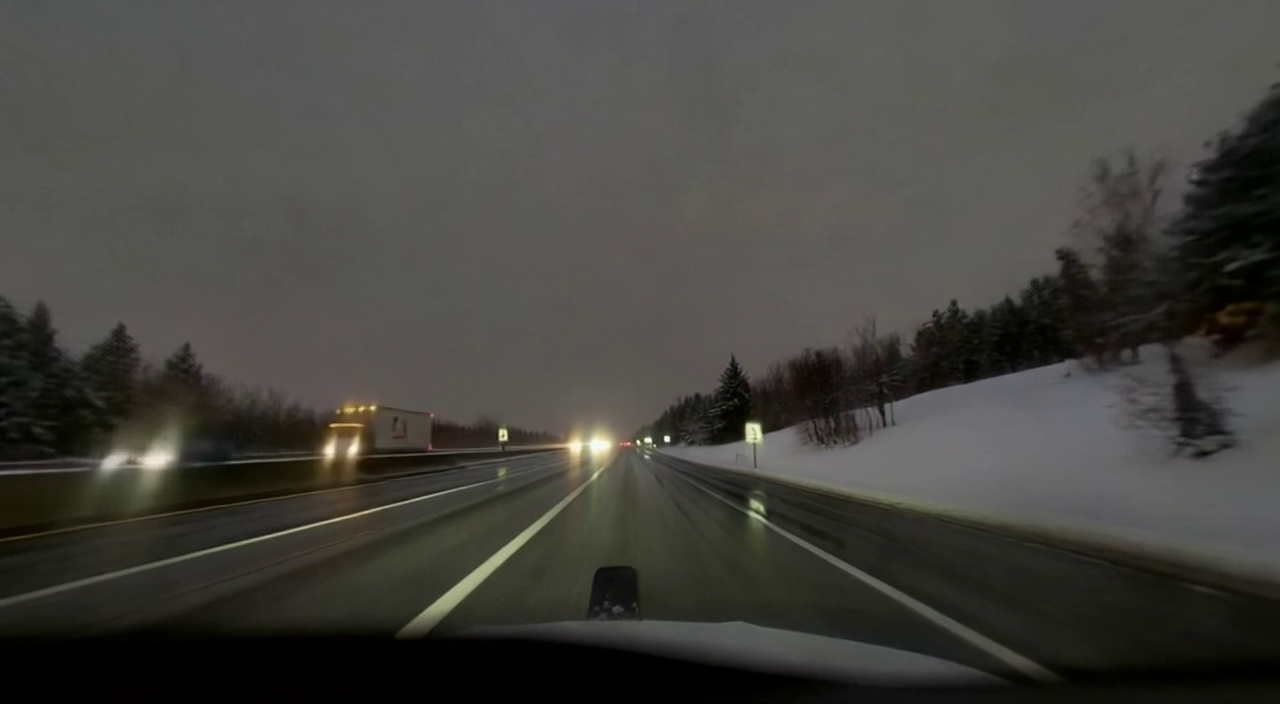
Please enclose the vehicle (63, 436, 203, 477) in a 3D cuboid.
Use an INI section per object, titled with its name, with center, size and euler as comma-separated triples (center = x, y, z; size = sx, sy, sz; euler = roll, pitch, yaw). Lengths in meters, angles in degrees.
[vehicle]
center = -21.180, 4.366, 26.475
size = 2.086, 1.558, 4.458
euler = 0, -8, 1
